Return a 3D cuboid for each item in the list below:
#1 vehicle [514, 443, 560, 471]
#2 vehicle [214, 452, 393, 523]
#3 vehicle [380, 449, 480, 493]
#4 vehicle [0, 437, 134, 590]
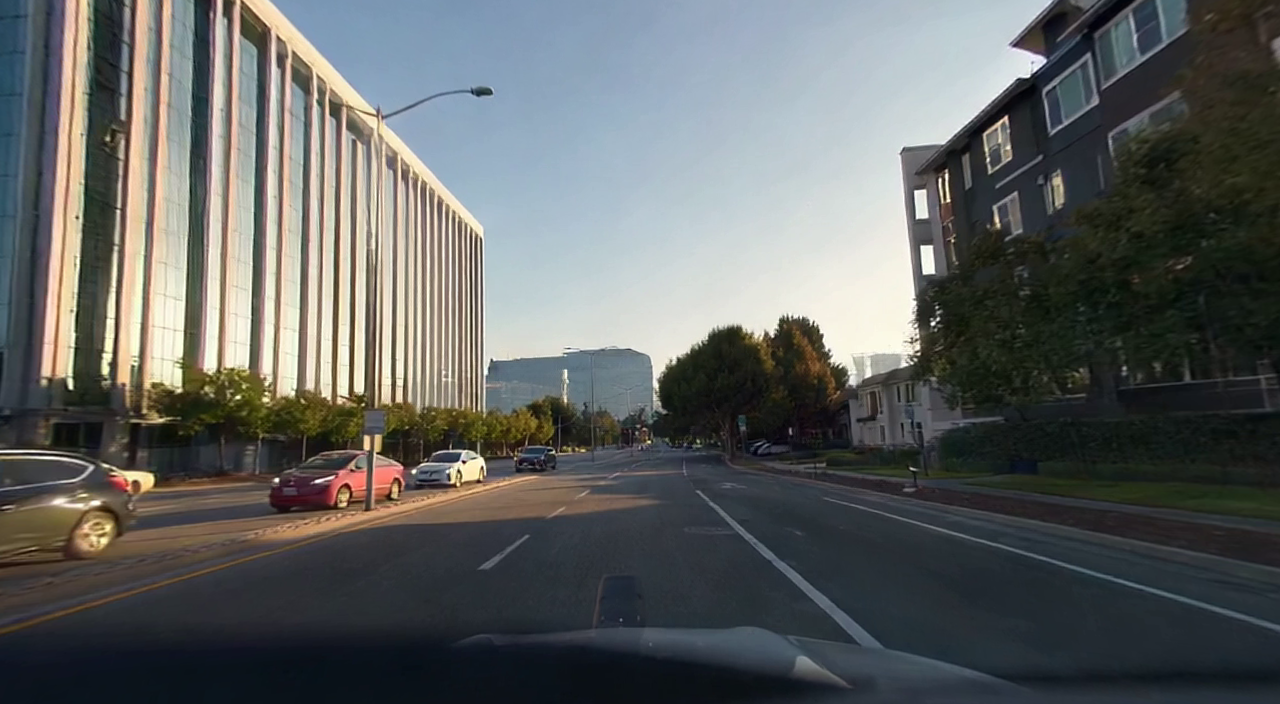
[{"bbox_3d":[-6.828,7.001,42.327,1.988,1.755,4.568,-1,-8,4],"label":"vehicle"},{"bbox_3d":[-8.150,3.285,15.929,1.845,1.456,4.616,0,-8,2],"label":"vehicle"},{"bbox_3d":[-7.874,4.470,24.225,1.983,1.486,4.707,0,-8,3],"label":"vehicle"},{"bbox_3d":[-8.252,1.733,6.535,2.021,1.704,4.756,0,-8,1],"label":"vehicle"}]
